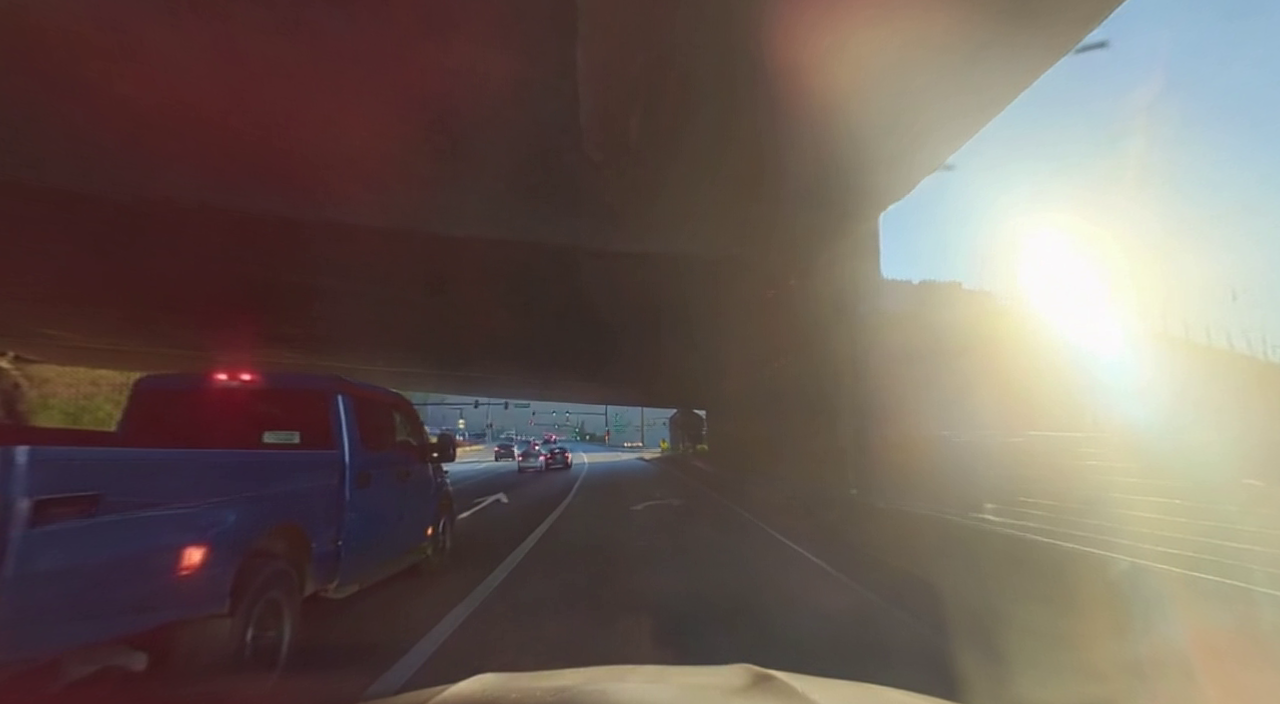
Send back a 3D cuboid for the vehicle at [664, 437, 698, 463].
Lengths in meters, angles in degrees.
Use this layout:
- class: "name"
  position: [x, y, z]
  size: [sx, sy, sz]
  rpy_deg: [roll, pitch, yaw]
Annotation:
- class: "vehicle"
  position: [2.515, 5.974, 38.490]
  size: [1.947, 1.475, 3.962]
  rpy_deg: [-1, -8, 5]
